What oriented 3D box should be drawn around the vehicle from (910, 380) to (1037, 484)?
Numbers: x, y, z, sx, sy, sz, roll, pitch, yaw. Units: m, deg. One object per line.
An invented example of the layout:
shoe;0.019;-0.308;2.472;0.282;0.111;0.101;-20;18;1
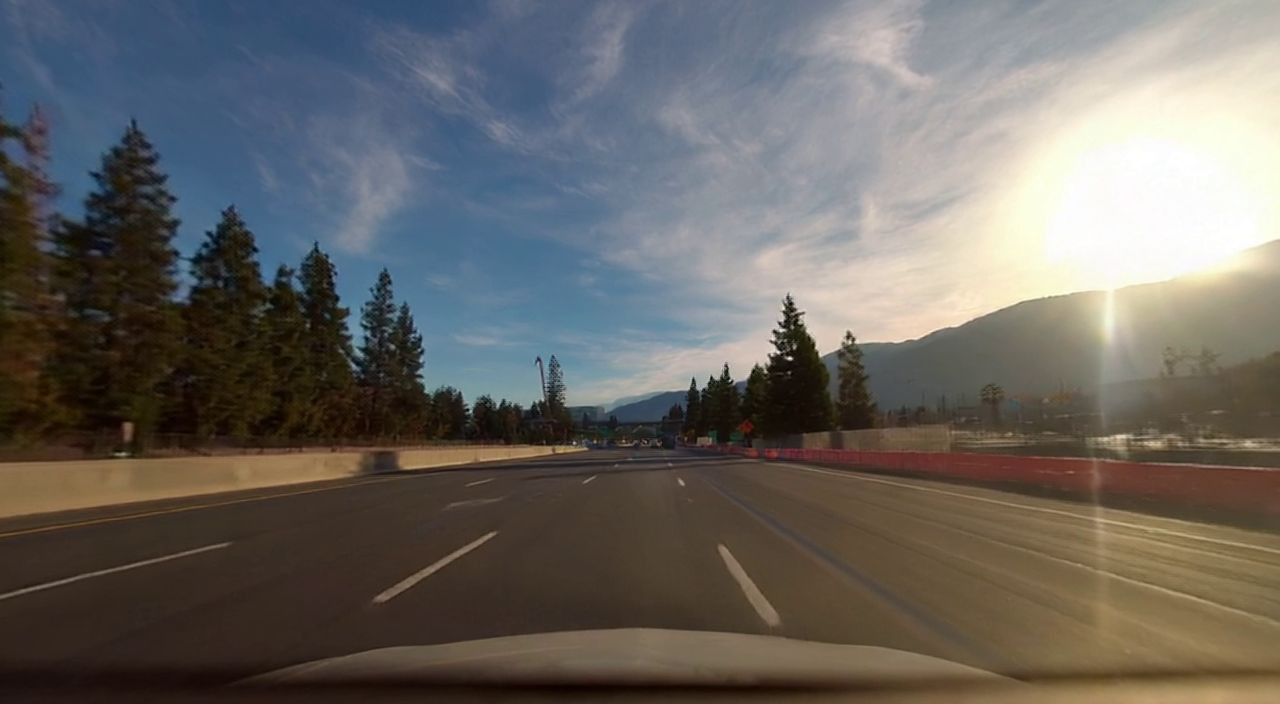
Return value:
vehicle;12.549;3.086;24.068;2.772;3.642;3.493;0;-9;1
